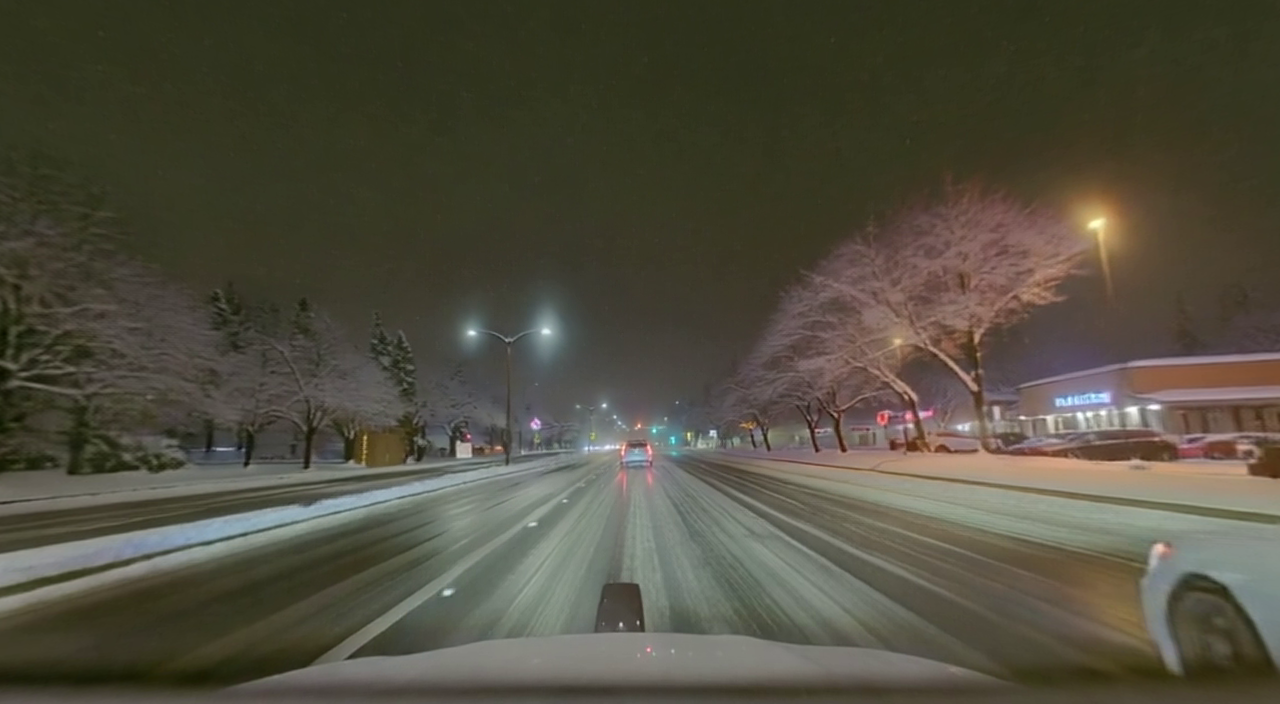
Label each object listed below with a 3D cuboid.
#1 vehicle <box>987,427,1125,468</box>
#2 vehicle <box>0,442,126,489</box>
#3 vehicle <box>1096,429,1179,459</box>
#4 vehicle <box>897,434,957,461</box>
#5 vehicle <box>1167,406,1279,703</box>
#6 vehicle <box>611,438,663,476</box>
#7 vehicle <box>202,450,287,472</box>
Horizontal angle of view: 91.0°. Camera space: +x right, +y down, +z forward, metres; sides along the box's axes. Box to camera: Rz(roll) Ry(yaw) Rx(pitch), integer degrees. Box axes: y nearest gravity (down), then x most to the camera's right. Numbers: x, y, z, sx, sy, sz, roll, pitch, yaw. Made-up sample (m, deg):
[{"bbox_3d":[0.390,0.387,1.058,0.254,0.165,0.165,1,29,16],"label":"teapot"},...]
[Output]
[{"bbox_3d":[17.095,3.939,26.014,4.224,1.614,2.028,0,-8,-1],"label":"vehicle"},{"bbox_3d":[-26.918,5.254,29.275,4.087,1.755,2.304,-5,-9,1],"label":"vehicle"},{"bbox_3d":[32.523,6.041,41.336,1.933,1.830,4.282,0,-8,1],"label":"vehicle"},{"bbox_3d":[19.034,6.341,41.953,1.894,1.706,4.583,0,-8,1],"label":"vehicle"},{"bbox_3d":[3.753,0.680,0.750,2.153,1.456,4.705,0,-8,0],"label":"vehicle"},{"bbox_3d":[-0.147,4.378,26.411,1.998,1.452,3.773,0,-8,-1],"label":"vehicle"},{"bbox_3d":[-27.605,7.588,44.024,4.644,1.437,1.827,0,-8,-2],"label":"vehicle"}]
